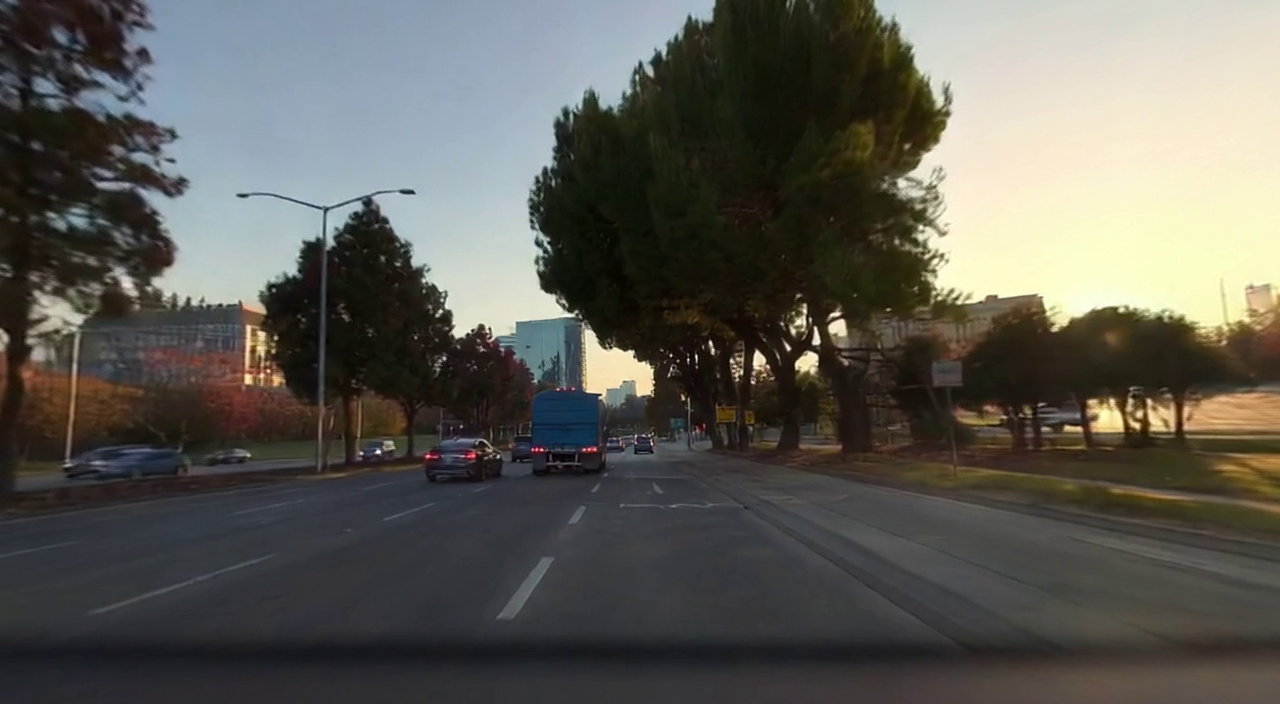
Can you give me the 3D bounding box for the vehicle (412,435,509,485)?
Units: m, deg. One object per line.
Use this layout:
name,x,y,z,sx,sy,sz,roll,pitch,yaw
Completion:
vehicle,-5.832,3.549,20.995,2.023,1.483,4.143,0,-8,0

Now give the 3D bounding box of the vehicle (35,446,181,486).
vehicle,-21.815,4.642,26.079,1.887,1.488,4.759,0,-8,0

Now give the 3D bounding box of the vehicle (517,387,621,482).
vehicle,-2.374,3.145,23.584,2.993,3.051,6.692,0,-8,1
